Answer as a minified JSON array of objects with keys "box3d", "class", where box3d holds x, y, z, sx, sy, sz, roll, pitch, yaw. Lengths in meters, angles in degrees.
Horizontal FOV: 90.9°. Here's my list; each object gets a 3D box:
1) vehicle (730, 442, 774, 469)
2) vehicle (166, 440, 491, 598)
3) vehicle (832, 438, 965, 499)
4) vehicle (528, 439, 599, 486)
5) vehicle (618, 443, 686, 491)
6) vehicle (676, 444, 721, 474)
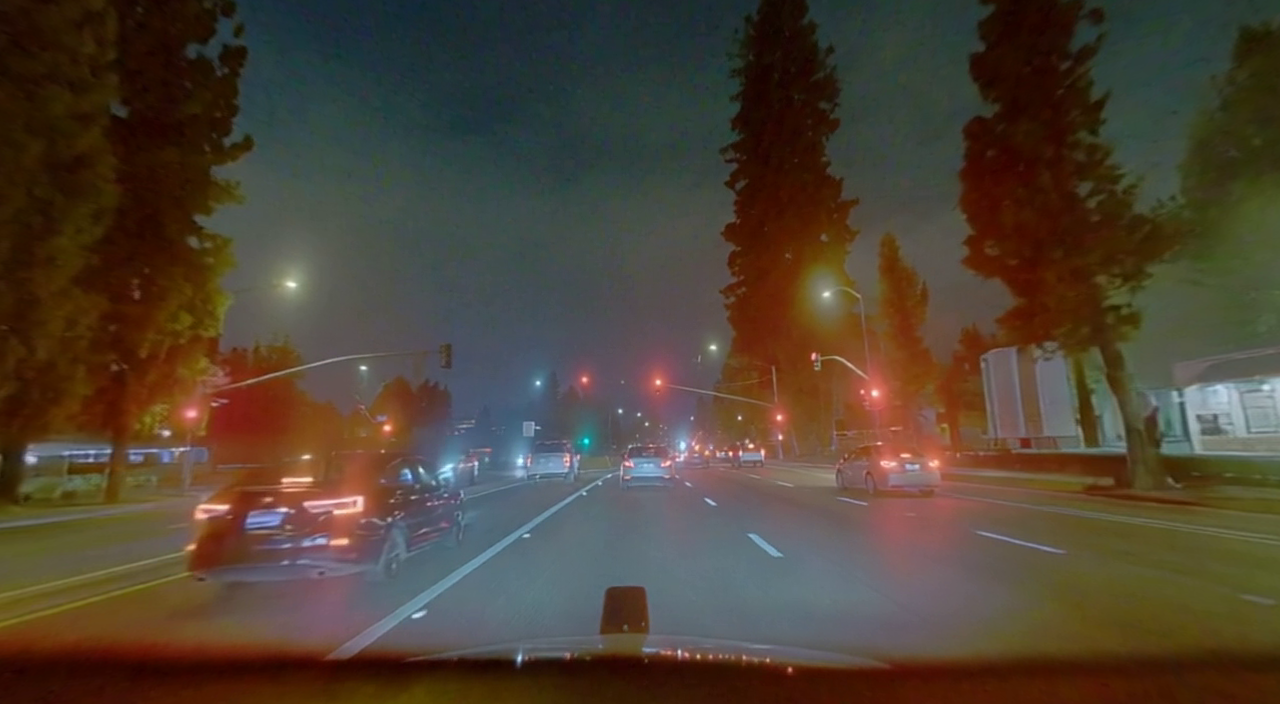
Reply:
[{"box3d":[7.393,6.851,41.927,2.044,1.701,4.397,0,-8,-1],"class":"vehicle"},{"box3d":[-3.489,1.911,8.235,1.938,1.472,4.399,0,-8,1],"class":"vehicle"},{"box3d":[7.165,3.242,18.057,1.892,1.515,4.400,0,-8,0],"class":"vehicle"},{"box3d":[-2.916,4.319,25.032,2.219,1.699,4.090,0,-8,1],"class":"vehicle"},{"box3d":[0.366,3.851,21.456,2.096,1.473,3.893,0,-8,0],"class":"vehicle"},{"box3d":[3.049,5.713,33.880,1.988,1.528,4.144,0,-8,0],"class":"vehicle"}]
